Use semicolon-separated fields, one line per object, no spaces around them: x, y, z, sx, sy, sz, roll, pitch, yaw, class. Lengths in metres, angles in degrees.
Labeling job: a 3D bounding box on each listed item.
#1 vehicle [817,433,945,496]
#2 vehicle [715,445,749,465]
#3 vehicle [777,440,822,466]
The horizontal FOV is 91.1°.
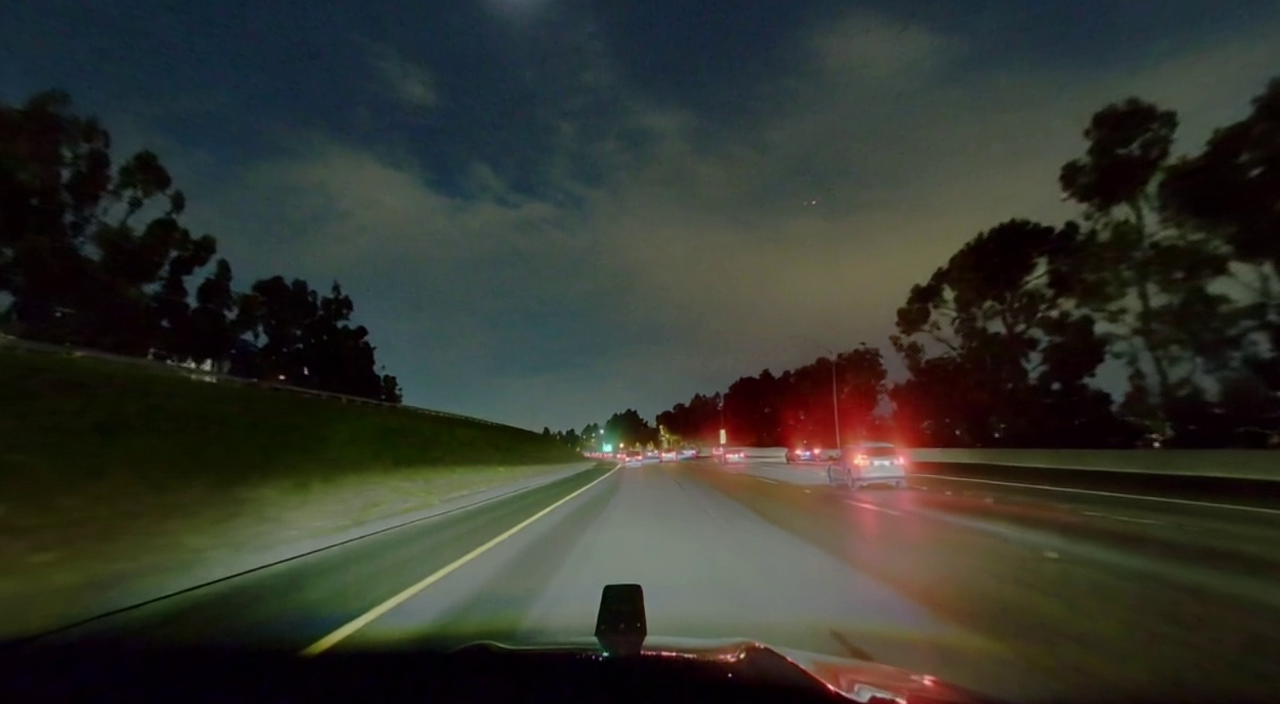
7.188;3.387;19.336;2.048;1.697;4.689;0;-8;0;vehicle
7.067;7.937;48.446;1.940;1.482;3.644;0;-8;-2;vehicle
11.001;6.965;43.473;1.986;1.644;4.126;0;-8;-1;vehicle
